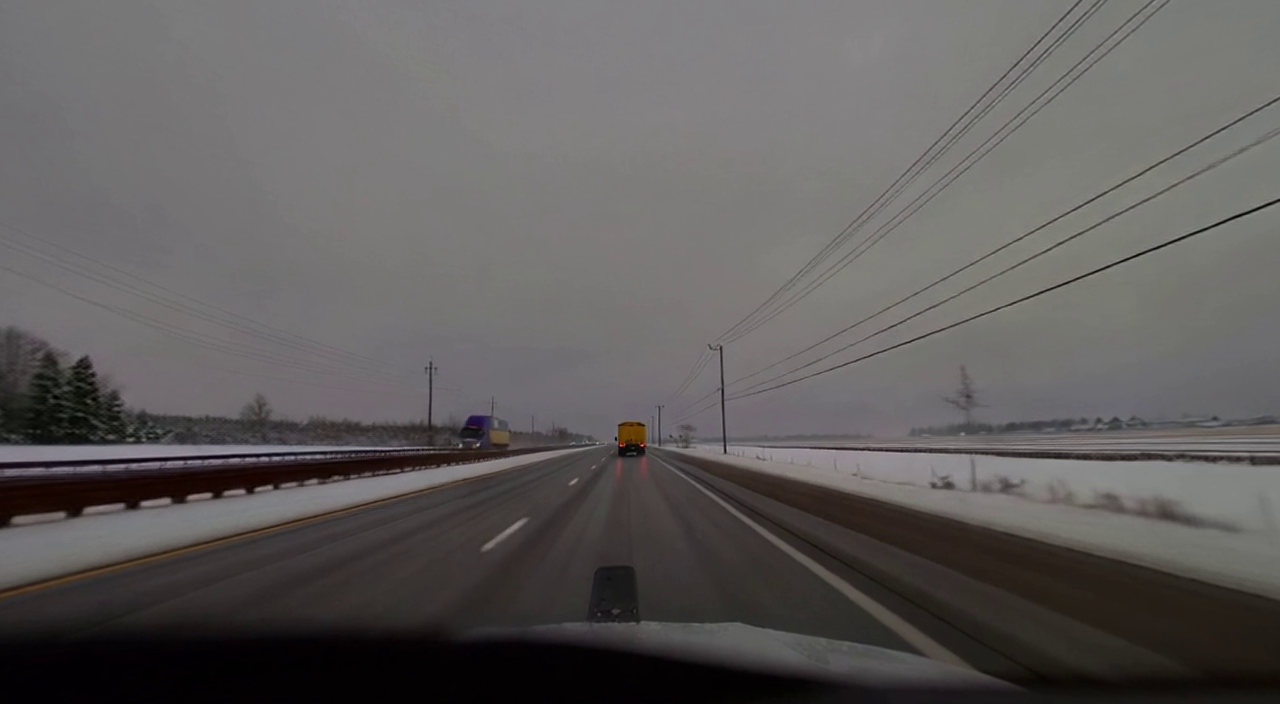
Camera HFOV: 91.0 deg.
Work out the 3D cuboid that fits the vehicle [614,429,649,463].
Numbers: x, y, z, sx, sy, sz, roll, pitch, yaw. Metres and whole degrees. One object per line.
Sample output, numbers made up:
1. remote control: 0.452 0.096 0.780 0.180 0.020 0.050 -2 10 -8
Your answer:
1. vehicle: -0.605 6.320 42.469 2.240 2.129 4.480 0 -8 -2
